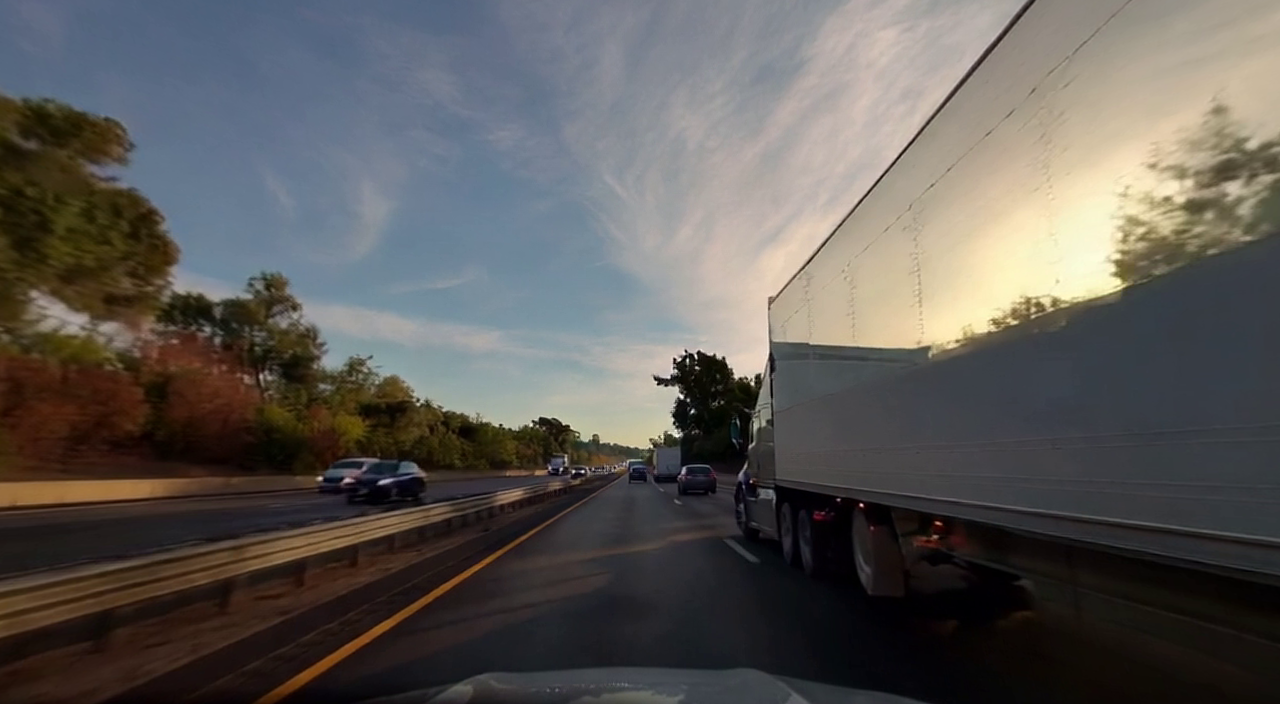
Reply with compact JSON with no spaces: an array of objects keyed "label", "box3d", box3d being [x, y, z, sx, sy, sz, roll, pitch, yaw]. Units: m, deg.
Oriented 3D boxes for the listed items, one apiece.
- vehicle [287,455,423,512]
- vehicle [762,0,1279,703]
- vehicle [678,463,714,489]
[{"label":"vehicle","box3d":[-9.200,4.290,20.869,2.342,1.619,4.480,1,-10,0]},{"label":"vehicle","box3d":[3.653,0.096,3.997,2.863,4.088,14.040,1,-10,0]},{"label":"vehicle","box3d":[3.906,8.752,44.580,2.018,1.674,4.029,1,-10,-2]}]
